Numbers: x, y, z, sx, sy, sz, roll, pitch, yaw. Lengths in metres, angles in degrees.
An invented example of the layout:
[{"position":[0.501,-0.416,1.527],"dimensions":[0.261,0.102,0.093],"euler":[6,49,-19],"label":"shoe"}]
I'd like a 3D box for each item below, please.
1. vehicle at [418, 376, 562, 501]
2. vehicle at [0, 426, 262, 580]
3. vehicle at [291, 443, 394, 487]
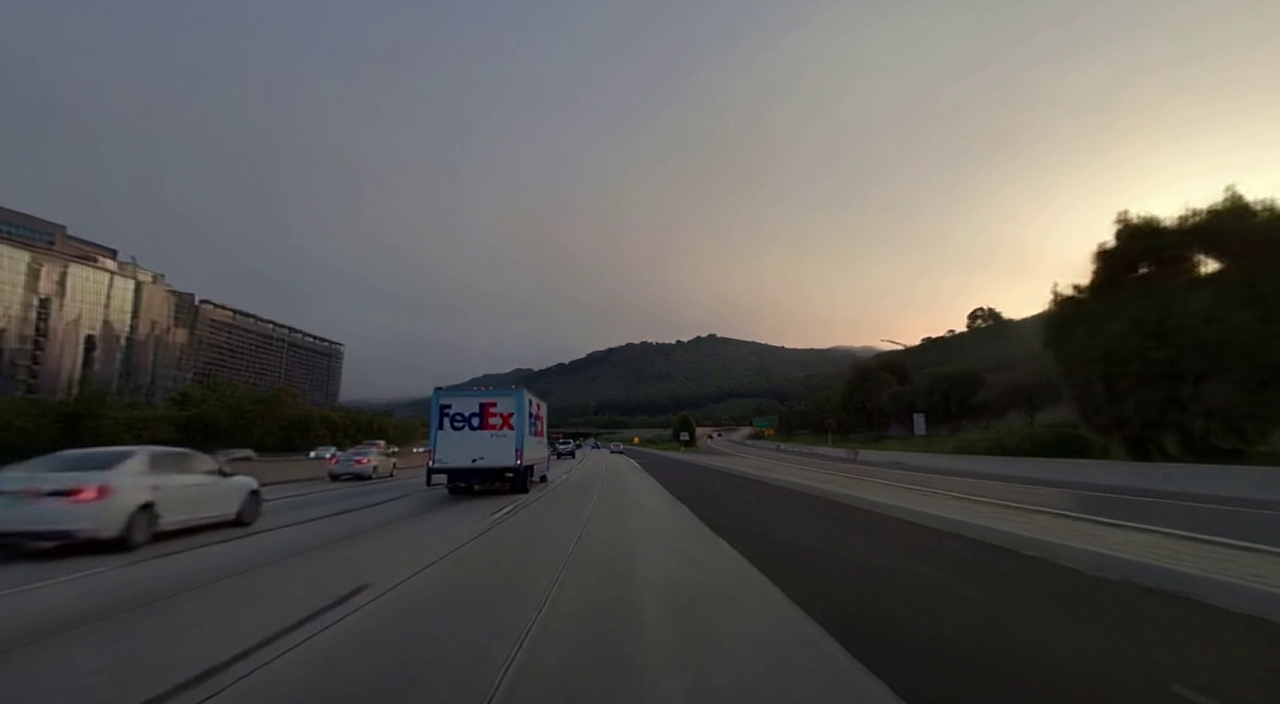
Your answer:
[{"position":[-4.365,2.786,20.236],"dimensions":[2.798,3.212,7.573],"euler":[0,-8,-1],"label":"vehicle"},{"position":[-7.926,1.953,9.050],"dimensions":[2.143,1.628,4.559],"euler":[0,-8,0],"label":"vehicle"},{"position":[-11.942,4.523,25.763],"dimensions":[1.981,1.607,4.703],"euler":[0,-8,-1],"label":"vehicle"}]
